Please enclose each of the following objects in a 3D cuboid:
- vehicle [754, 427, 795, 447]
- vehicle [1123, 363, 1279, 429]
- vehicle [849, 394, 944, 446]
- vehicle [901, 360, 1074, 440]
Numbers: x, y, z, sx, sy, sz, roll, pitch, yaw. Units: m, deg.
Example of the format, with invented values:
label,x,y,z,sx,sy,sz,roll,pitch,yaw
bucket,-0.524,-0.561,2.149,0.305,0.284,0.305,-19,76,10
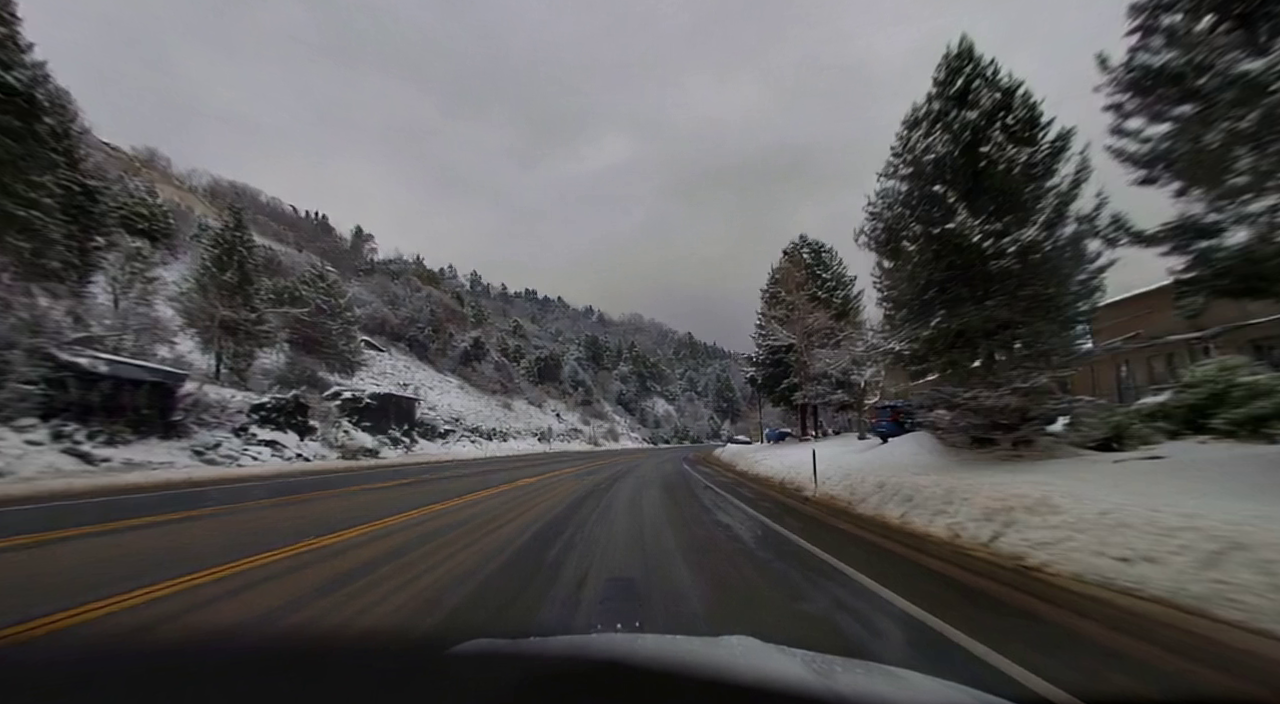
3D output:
label,x,y,z,sx,sy,sz,roll,pitch,yaw
vehicle,10.521,6.715,49.799,2.103,1.447,4.727,0,-9,0
vehicle,18.958,1.589,20.781,2.088,1.731,5.442,-1,-9,4
vehicle,9.757,2.713,24.428,1.929,1.593,4.030,-5,-10,1
vehicle,9.614,1.511,18.062,2.108,1.946,4.669,0,-9,-2
